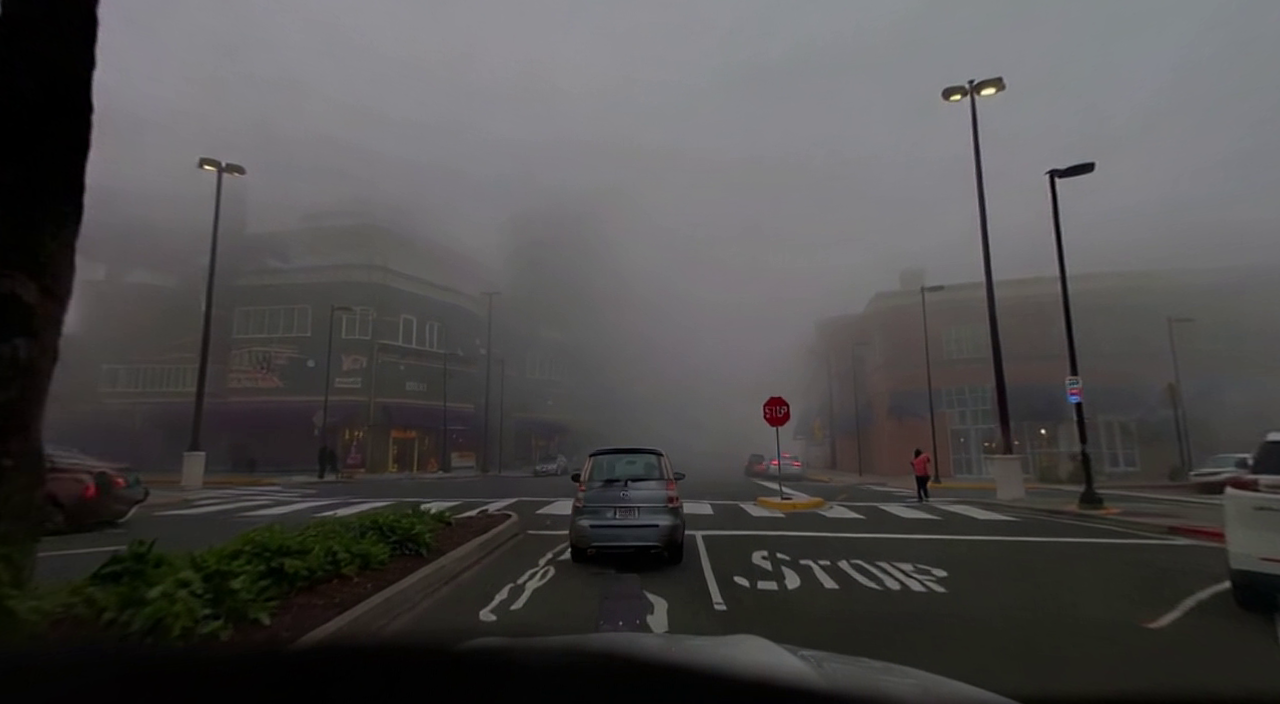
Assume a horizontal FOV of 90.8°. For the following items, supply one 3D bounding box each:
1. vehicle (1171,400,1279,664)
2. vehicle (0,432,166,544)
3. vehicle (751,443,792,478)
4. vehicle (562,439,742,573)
[{"bbox_3d":[6.091,1.325,5.263,4.623,1.650,1.937,8,-12,-44],"label":"vehicle"},{"bbox_3d":[-10.792,2.222,10.528,2.089,1.731,4.223,-9,-12,44],"label":"vehicle"},{"bbox_3d":[9.421,7.723,45.324,2.467,2.369,1.577,5,-9,-37],"label":"vehicle"},{"bbox_3d":[0.259,2.035,9.166,2.031,1.479,3.969,-1,-9,4],"label":"vehicle"}]
